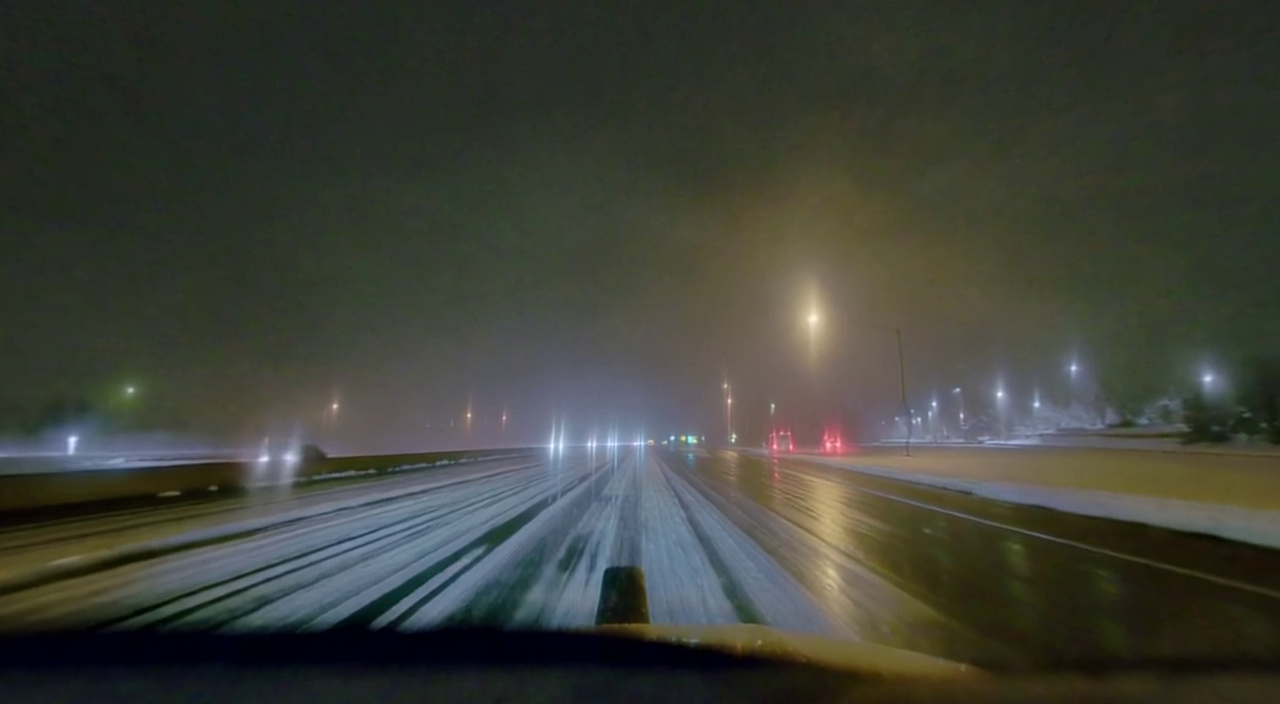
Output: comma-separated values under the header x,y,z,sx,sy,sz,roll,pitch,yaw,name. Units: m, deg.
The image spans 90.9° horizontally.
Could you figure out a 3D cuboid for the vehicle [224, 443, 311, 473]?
x,y,z,sx,sy,sz,roll,pitch,yaw,name
-20.364,5.791,34.740,1.917,1.531,4.680,0,-8,0,vehicle
